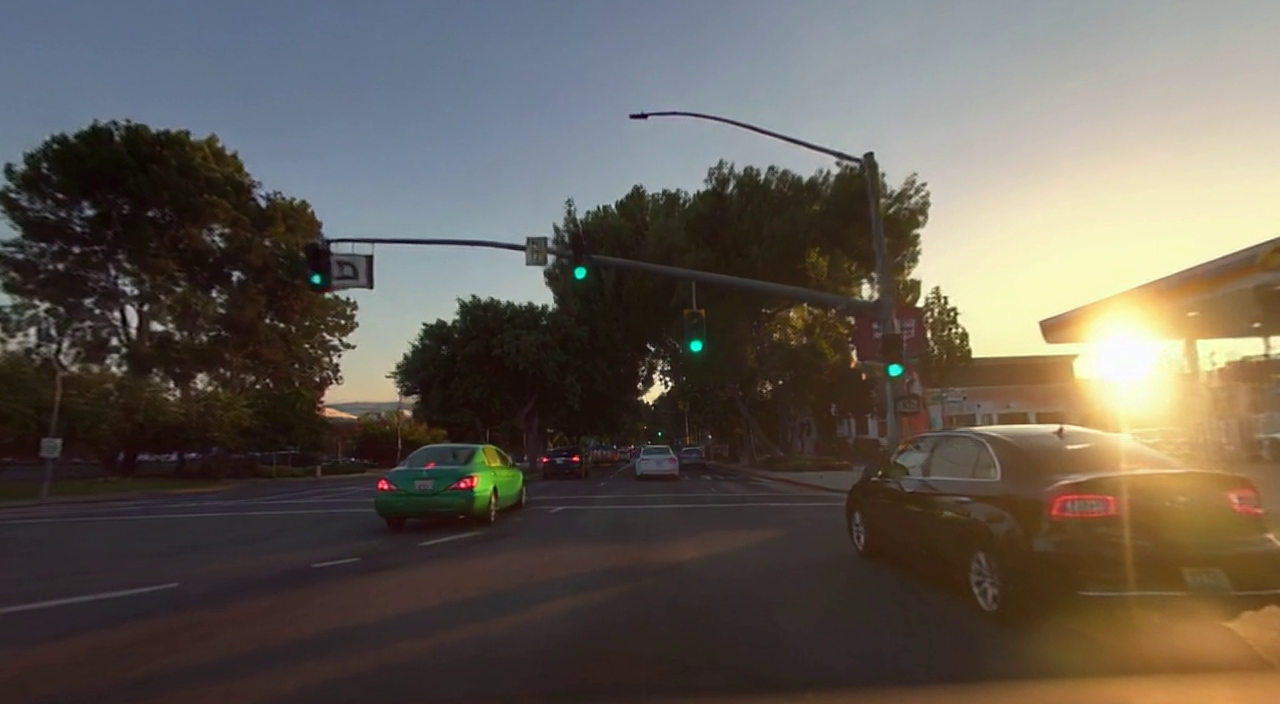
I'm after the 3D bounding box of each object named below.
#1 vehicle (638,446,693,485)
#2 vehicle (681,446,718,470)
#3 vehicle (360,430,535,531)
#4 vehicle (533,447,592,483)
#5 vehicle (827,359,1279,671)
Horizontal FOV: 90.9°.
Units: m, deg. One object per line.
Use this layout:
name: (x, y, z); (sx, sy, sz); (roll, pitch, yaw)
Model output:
vehicle: (0.942, 4.517, 25.394); (1.994, 1.433, 3.894); (0, -8, 0)
vehicle: (3.858, 6.945, 41.489); (1.920, 1.479, 4.548); (0, -8, -1)
vehicle: (-3.671, 2.541, 13.182); (2.023, 1.687, 4.874); (-1, -8, 1)
vehicle: (-3.372, 5.022, 28.269); (1.995, 1.436, 4.500); (0, -8, 1)
vehicle: (3.482, 1.273, 6.019); (1.992, 1.805, 4.549); (0, -8, 0)
